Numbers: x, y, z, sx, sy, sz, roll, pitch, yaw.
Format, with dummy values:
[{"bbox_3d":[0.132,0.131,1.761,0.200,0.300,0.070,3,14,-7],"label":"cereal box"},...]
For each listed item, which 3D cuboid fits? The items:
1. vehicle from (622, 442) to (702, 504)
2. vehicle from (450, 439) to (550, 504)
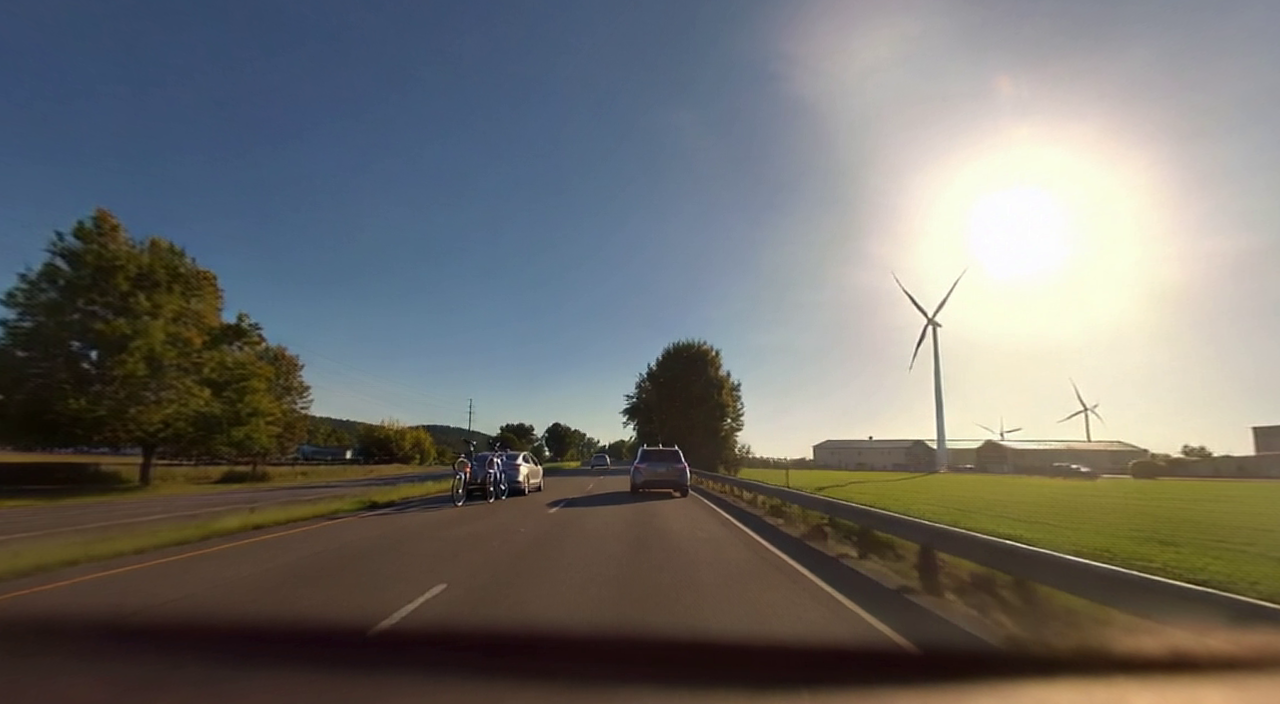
[{"bbox_3d":[0.552,3.435,18.270,2.063,1.582,3.955,0,-9,-1],"label":"vehicle"},{"bbox_3d":[-3.954,3.450,18.572,1.962,1.681,4.033,0,-9,1],"label":"vehicle"}]
